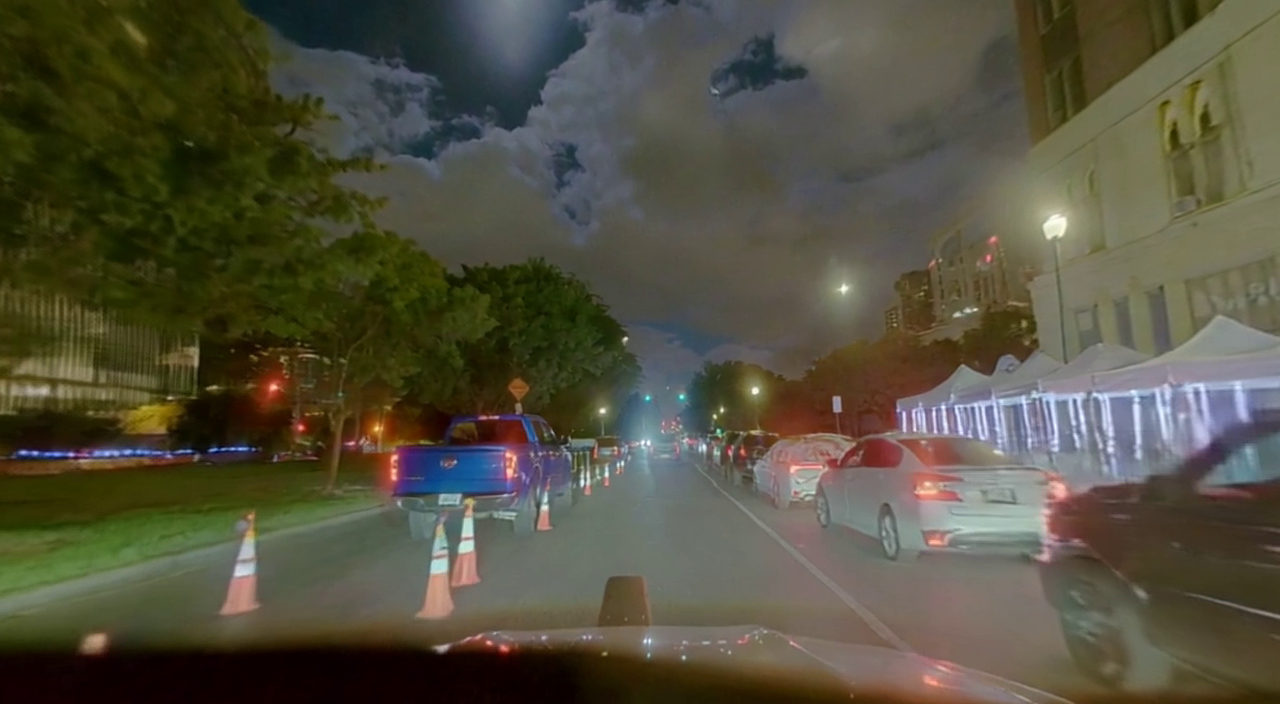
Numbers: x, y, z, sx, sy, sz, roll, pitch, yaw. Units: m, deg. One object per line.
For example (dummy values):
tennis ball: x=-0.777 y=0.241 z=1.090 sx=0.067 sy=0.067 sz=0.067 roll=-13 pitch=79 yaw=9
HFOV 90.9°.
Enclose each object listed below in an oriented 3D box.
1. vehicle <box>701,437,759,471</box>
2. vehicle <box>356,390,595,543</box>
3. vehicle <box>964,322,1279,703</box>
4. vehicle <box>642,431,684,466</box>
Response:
vehicle: x=4.206 y=4.835 z=30.282 sx=2.021 sy=1.506 sz=4.643 roll=0 pitch=-8 yaw=-1
vehicle: x=-2.325 y=1.904 z=10.995 sx=2.452 sy=1.954 sz=5.653 roll=0 pitch=-9 yaw=2
vehicle: x=3.198 y=0.747 z=2.124 sx=1.923 sy=1.708 sz=4.239 roll=0 pitch=-9 yaw=0
vehicle: x=1.245 y=5.330 z=34.875 sx=2.183 sy=1.784 sz=4.317 roll=0 pitch=-9 yaw=1
